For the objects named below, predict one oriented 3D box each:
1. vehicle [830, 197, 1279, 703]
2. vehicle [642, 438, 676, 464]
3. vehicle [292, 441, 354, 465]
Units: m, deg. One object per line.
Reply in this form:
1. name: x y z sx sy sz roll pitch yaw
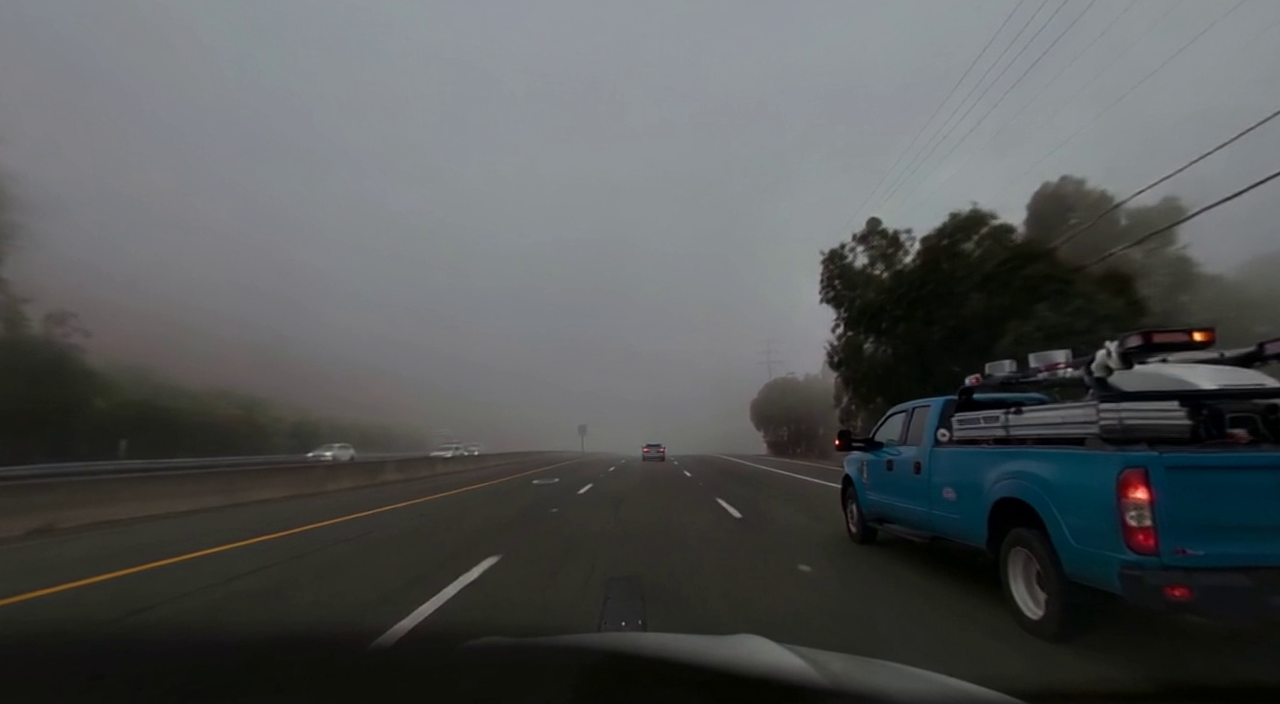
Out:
1. vehicle: 3.759 0.891 4.877 2.538 2.228 6.370 0 -9 0
2. vehicle: 1.148 6.385 40.489 2.034 1.549 4.147 0 -9 0
3. vehicle: -25.082 8.015 49.886 2.176 1.793 4.917 -1 -9 3
